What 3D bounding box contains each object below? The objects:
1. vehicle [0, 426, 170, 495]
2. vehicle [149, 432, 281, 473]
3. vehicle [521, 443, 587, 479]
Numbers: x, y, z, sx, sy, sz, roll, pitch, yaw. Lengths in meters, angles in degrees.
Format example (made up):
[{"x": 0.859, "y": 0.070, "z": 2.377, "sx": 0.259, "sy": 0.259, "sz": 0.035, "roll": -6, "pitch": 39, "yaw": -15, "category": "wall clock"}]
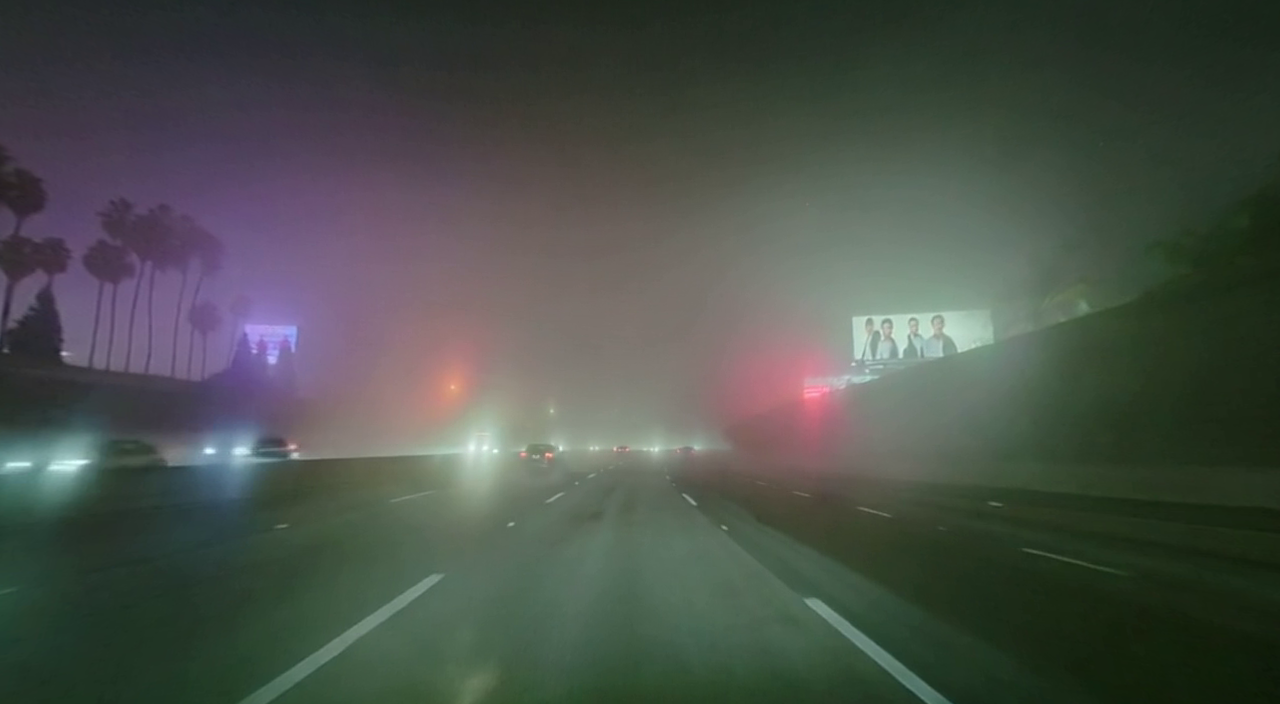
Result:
[{"x": -14.668, "y": 2.719, "z": 16.166, "sx": 1.853, "sy": 1.509, "sz": 4.397, "roll": 0, "pitch": -9, "yaw": 1, "category": "vehicle"}, {"x": -17.894, "y": 4.272, "z": 26.998, "sx": 2.065, "sy": 1.599, "sz": 5.006, "roll": 0, "pitch": -9, "yaw": 1, "category": "vehicle"}, {"x": -3.686, "y": 4.770, "z": 28.012, "sx": 2.078, "sy": 1.457, "sz": 4.648, "roll": 0, "pitch": -9, "yaw": 2, "category": "vehicle"}]
